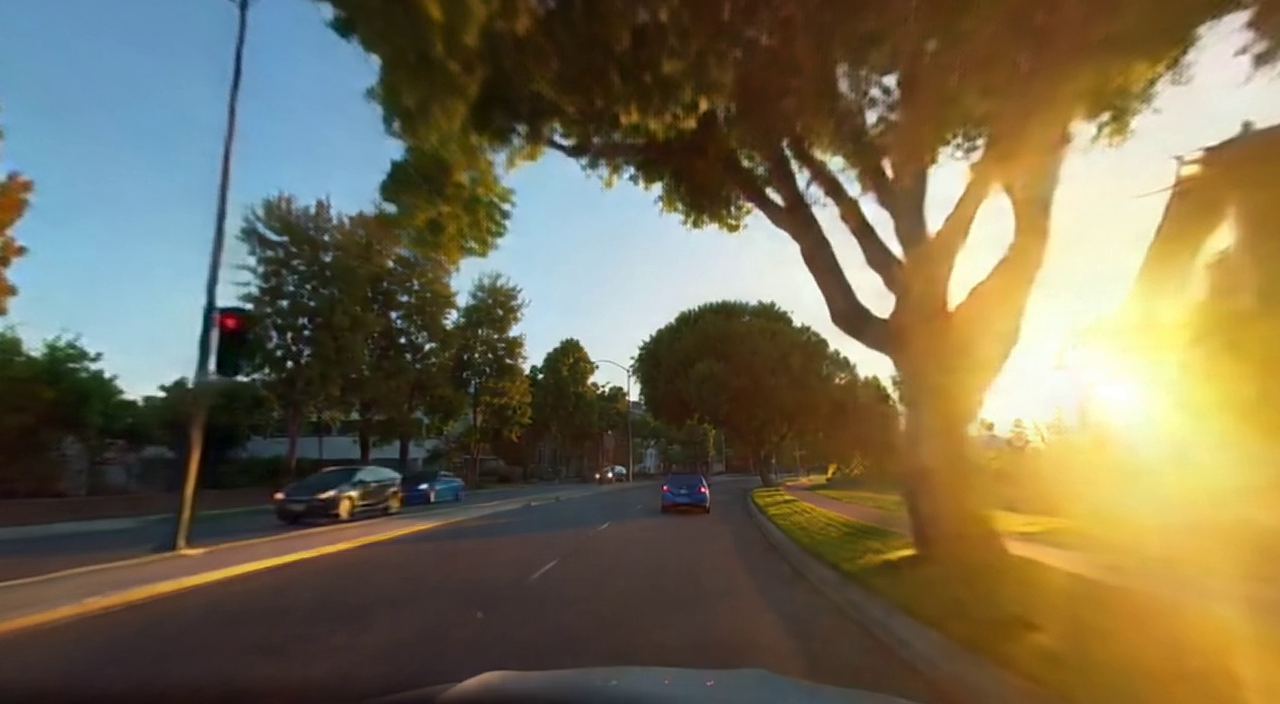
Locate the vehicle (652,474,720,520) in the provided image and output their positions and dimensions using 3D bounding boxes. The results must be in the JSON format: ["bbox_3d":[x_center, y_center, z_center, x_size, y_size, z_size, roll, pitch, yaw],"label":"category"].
[{"bbox_3d":[1.662,4.695,20.880,1.972,1.250,5.282,-1,-11,7],"label":"vehicle"}]

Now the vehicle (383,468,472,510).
[{"bbox_3d":[-9.173,5.952,27.649,1.856,1.569,4.572,-6,-11,7],"label":"vehicle"}]

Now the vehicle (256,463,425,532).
[{"bbox_3d":[-7.556,3.732,16.518,1.870,1.518,4.390,-2,-11,7],"label":"vehicle"}]
